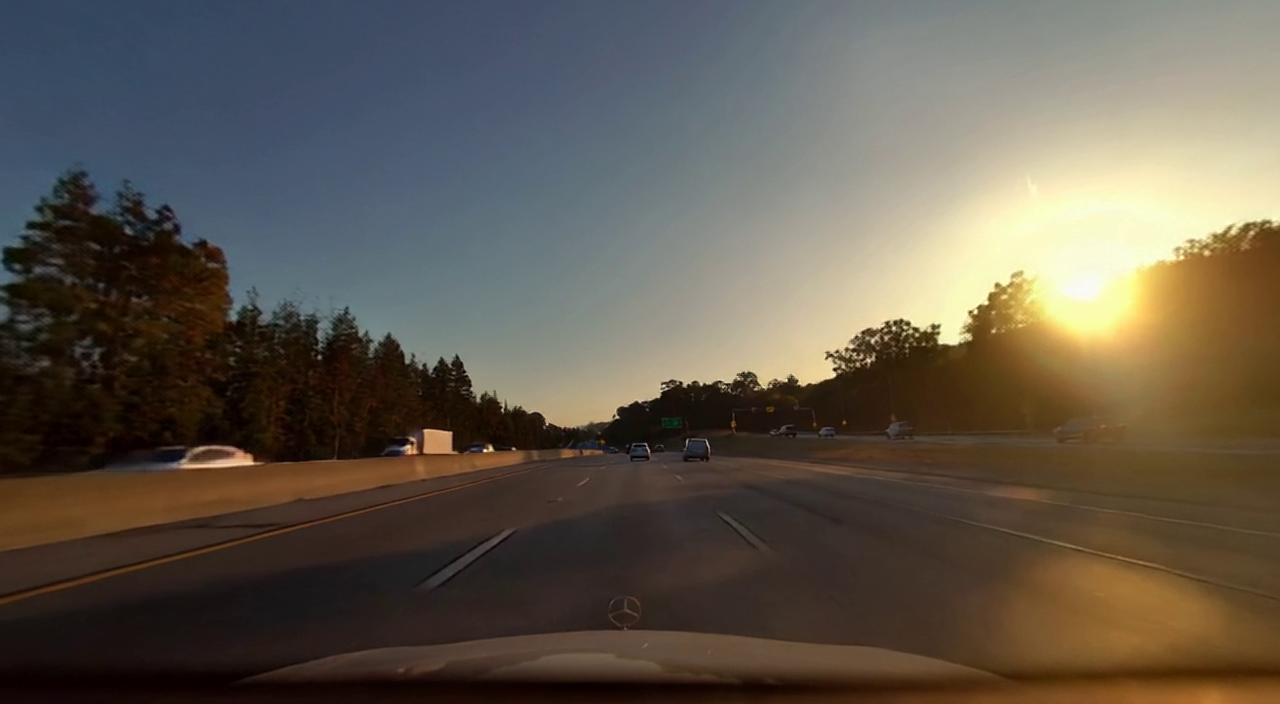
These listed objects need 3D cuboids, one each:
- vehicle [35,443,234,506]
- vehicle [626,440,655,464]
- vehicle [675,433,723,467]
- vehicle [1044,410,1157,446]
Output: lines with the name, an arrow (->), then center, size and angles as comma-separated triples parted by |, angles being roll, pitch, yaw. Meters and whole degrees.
vehicle -> -15.165, 3.652, 19.415 | 2.047, 1.671, 4.892 | 0, -8, 0
vehicle -> 0.069, 7.643, 48.402 | 2.105, 1.711, 4.293 | 0, -8, 1
vehicle -> 3.778, 6.445, 41.590 | 2.505, 2.020, 5.532 | 0, -8, -1
vehicle -> 20.596, 3.492, 28.480 | 1.872, 1.459, 4.502 | -1, -8, 3
